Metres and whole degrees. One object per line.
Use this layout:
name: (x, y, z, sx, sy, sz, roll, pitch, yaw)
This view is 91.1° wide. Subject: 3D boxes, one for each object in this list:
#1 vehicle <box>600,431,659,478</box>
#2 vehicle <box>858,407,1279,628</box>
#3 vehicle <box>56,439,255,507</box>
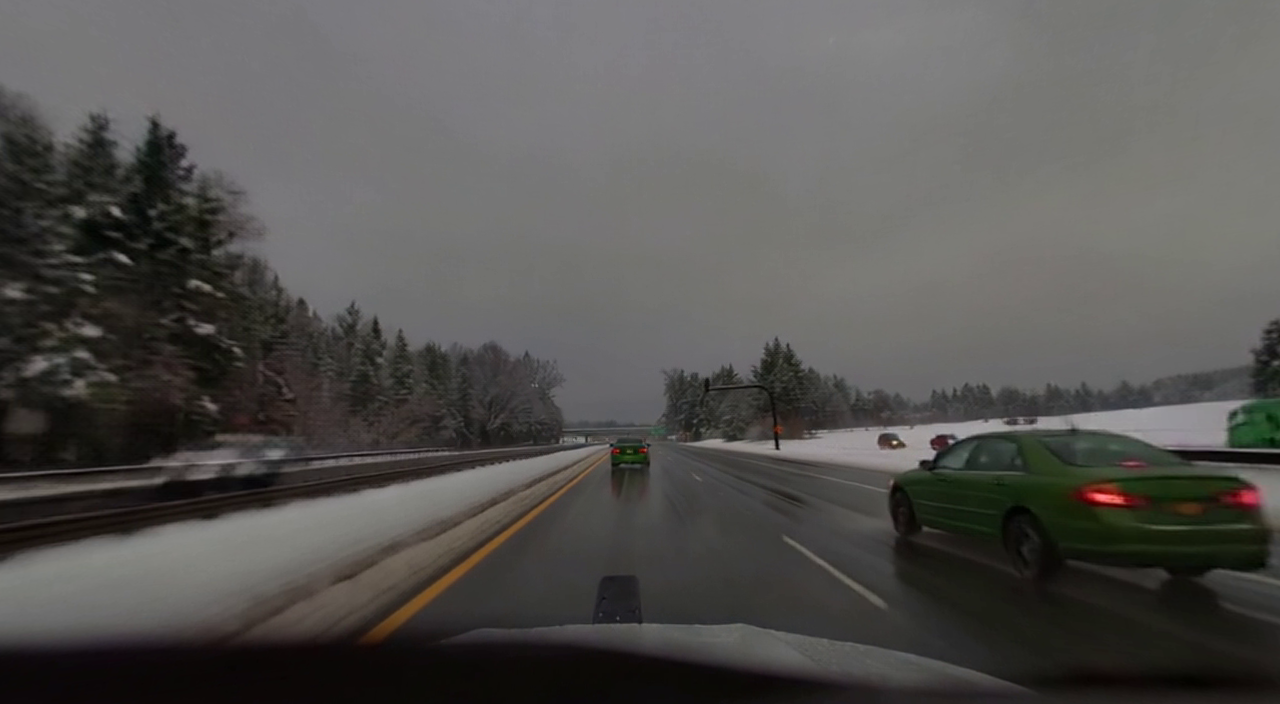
vehicle: (-0.360, 3.543, 22.057, 1.897, 1.479, 3.724, 0, -8, -1)
vehicle: (4.099, 1.429, 6.550, 2.010, 1.508, 4.285, 0, -8, -1)
vehicle: (-13.234, 3.273, 17.640, 1.989, 1.629, 4.528, 0, -8, 0)
